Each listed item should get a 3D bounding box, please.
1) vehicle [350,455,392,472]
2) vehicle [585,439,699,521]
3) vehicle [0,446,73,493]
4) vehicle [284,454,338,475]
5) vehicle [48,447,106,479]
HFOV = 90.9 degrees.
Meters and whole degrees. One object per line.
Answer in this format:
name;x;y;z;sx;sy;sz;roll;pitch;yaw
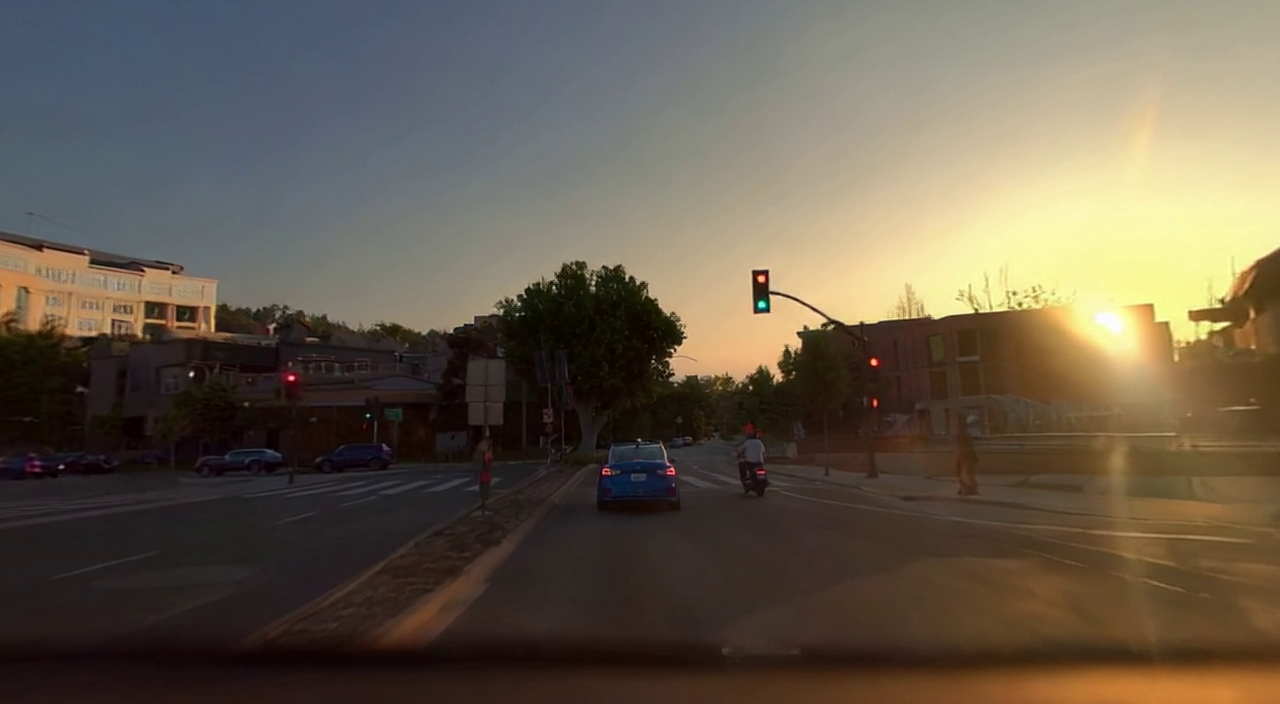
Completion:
vehicle;-19.725;8.168;46.233;1.259;1.181;2.744;-3;-9;20
vehicle;-0.023;2.681;13.729;2.118;1.480;3.949;0;-9;-2
vehicle;-26.510;4.831;26.182;4.653;1.795;2.163;-3;-9;17
vehicle;-21.924;7.511;42.100;1.433;1.269;2.779;-5;-10;30
vehicle;-41.113;8.047;45.960;4.948;2.124;2.261;-7;-11;39
